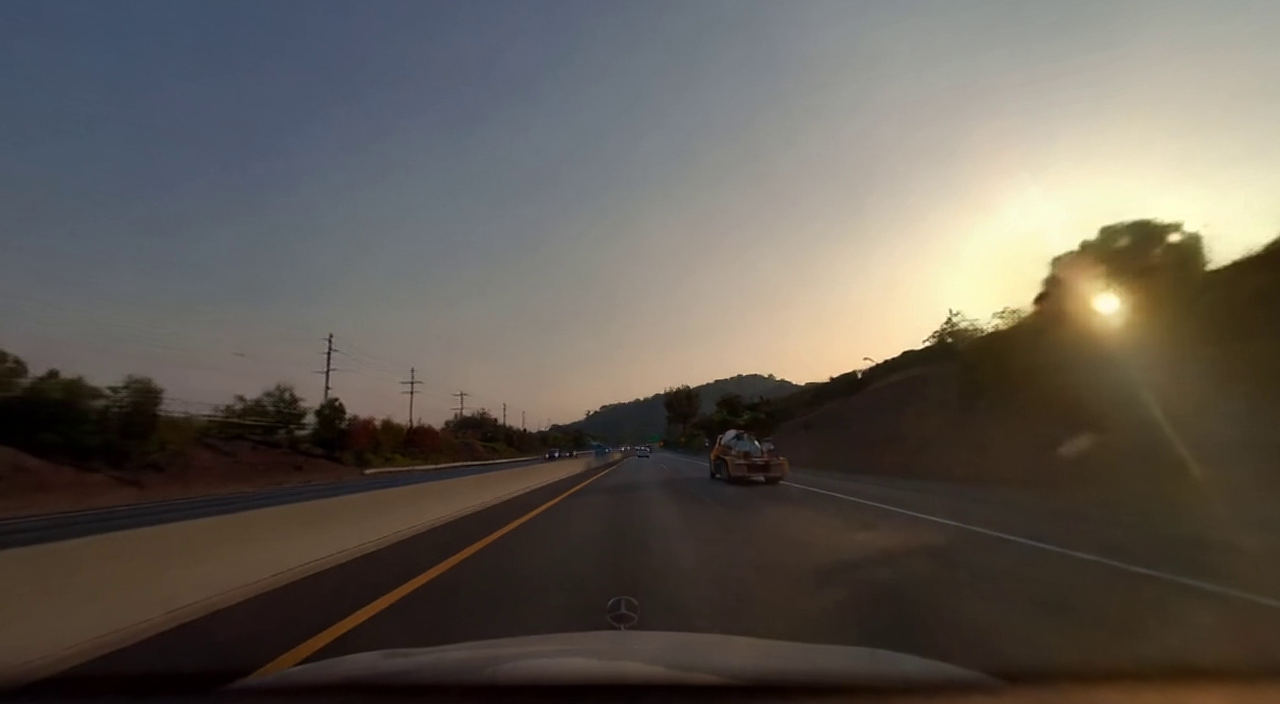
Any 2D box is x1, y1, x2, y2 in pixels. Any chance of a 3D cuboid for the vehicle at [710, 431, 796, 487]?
[{"bbox_3d":[4.367,4.269,25.399,2.309,2.003,5.139,0,-9,-2],"label":"vehicle"}]
